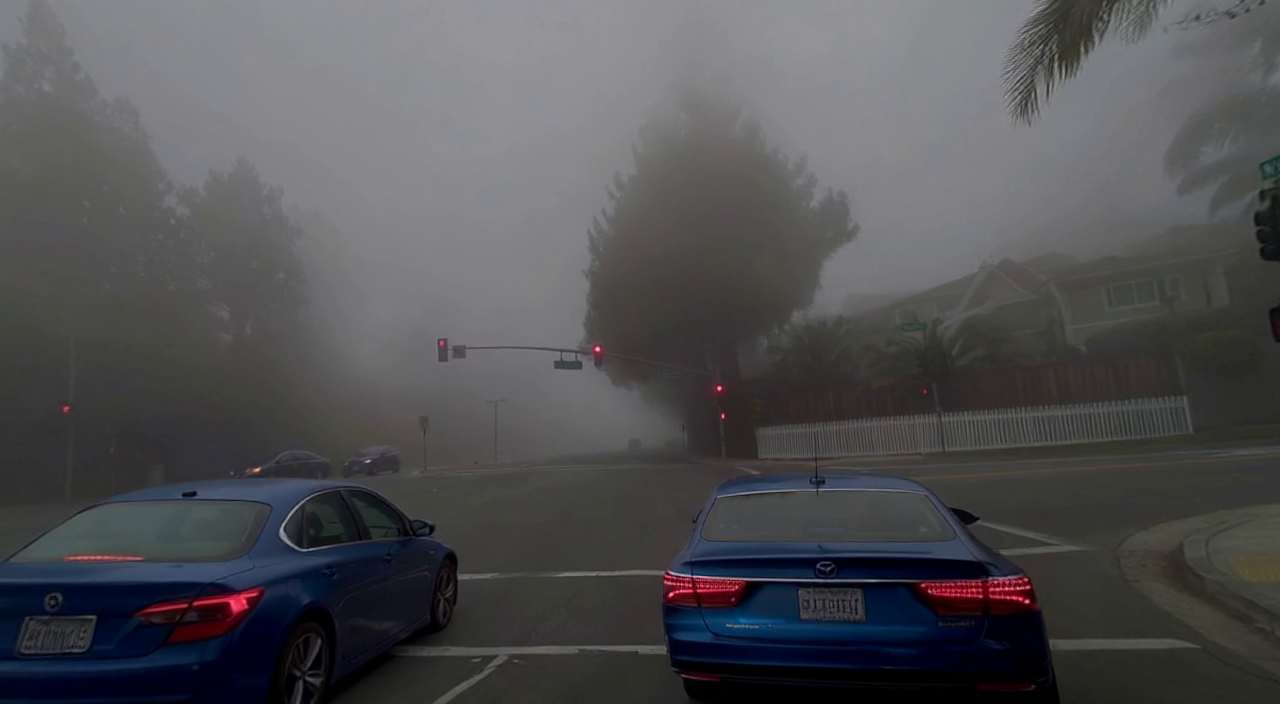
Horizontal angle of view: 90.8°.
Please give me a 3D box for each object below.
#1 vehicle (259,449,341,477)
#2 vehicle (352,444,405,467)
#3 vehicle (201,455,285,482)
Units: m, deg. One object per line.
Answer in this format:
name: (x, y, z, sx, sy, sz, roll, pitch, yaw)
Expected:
vehicle: (-20.038, 6.524, 37.517, 2.084, 1.528, 4.778, 0, -9, 1)
vehicle: (-19.870, 7.910, 48.266, 1.929, 1.644, 4.763, 0, -9, 0)
vehicle: (-24.116, 7.069, 38.591, 2.019, 1.427, 4.630, 0, -9, 2)
